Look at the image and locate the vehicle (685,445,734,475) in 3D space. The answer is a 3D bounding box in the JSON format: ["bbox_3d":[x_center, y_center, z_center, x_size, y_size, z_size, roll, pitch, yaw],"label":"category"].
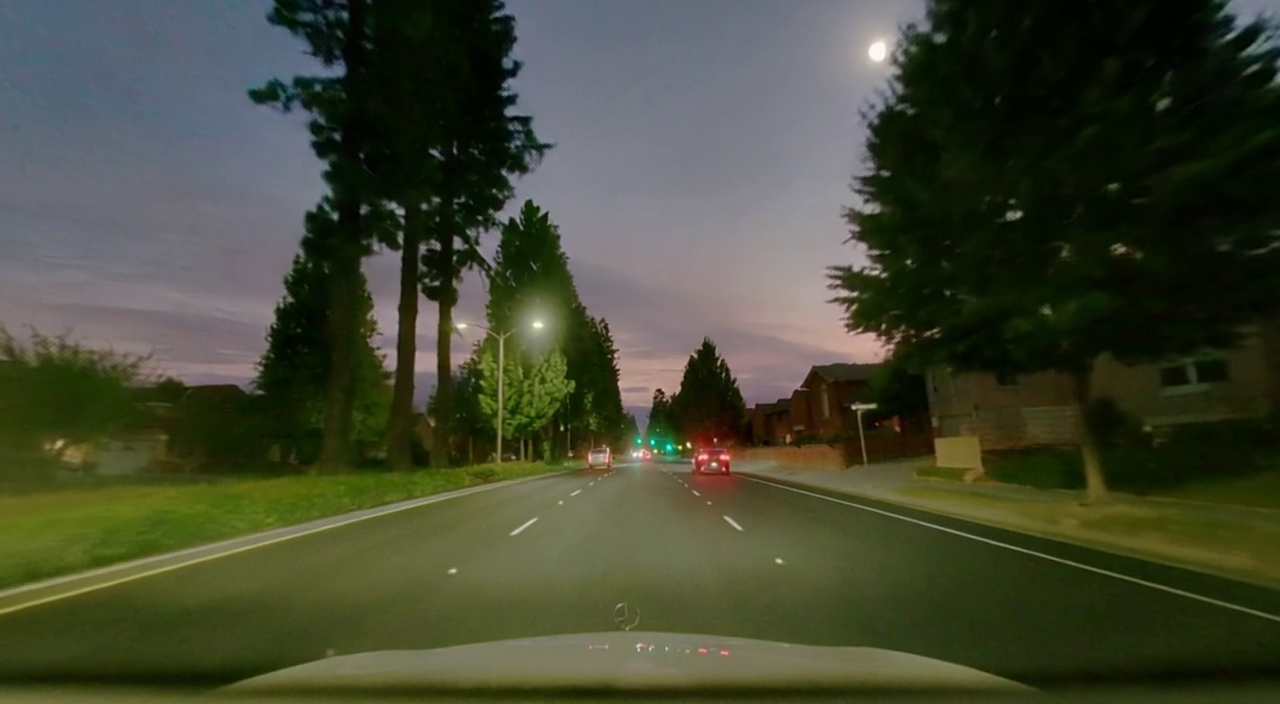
[{"bbox_3d":[3.992,6.271,36.846,2.237,1.578,4.621,0,-8,-1],"label":"vehicle"}]
